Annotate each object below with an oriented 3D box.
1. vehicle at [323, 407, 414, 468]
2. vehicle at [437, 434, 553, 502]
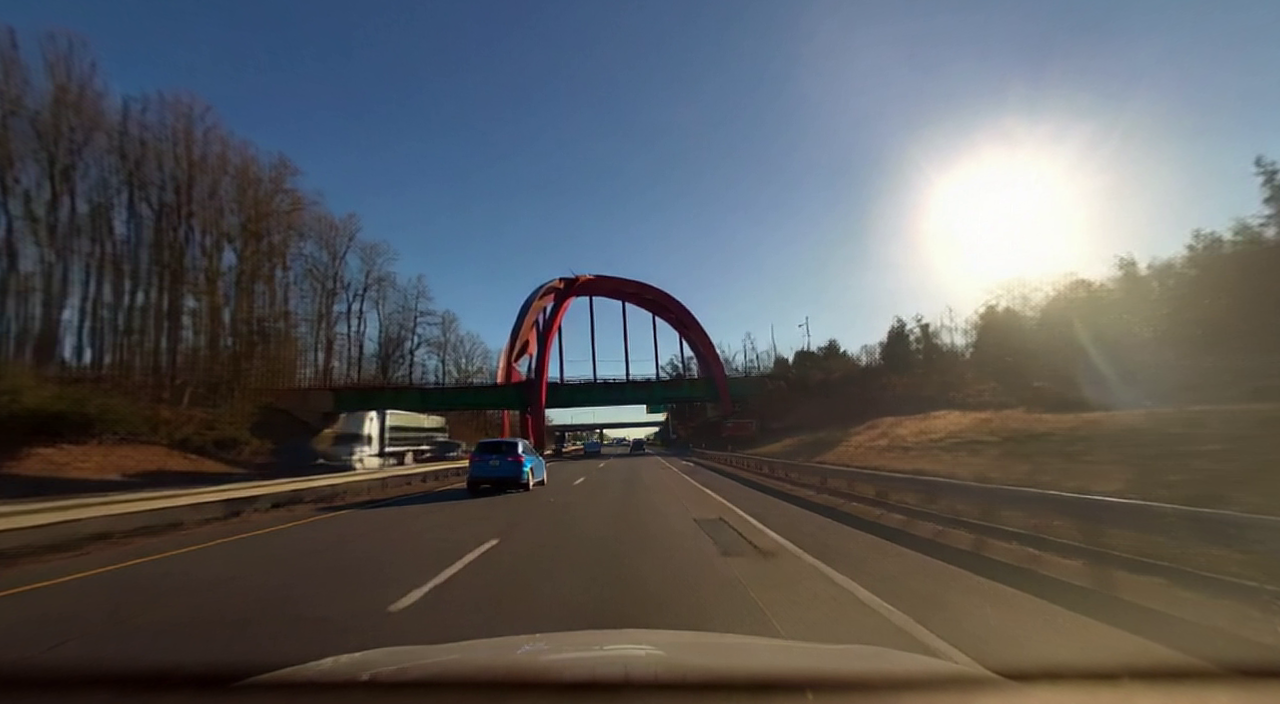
[{"bbox_3d":[-18.778,5.994,43.969,3.180,3.898,7.073,0,-8,-1],"label":"vehicle"},{"bbox_3d":[-3.663,3.025,16.776,2.052,1.556,4.405,0,-9,0],"label":"vehicle"}]
